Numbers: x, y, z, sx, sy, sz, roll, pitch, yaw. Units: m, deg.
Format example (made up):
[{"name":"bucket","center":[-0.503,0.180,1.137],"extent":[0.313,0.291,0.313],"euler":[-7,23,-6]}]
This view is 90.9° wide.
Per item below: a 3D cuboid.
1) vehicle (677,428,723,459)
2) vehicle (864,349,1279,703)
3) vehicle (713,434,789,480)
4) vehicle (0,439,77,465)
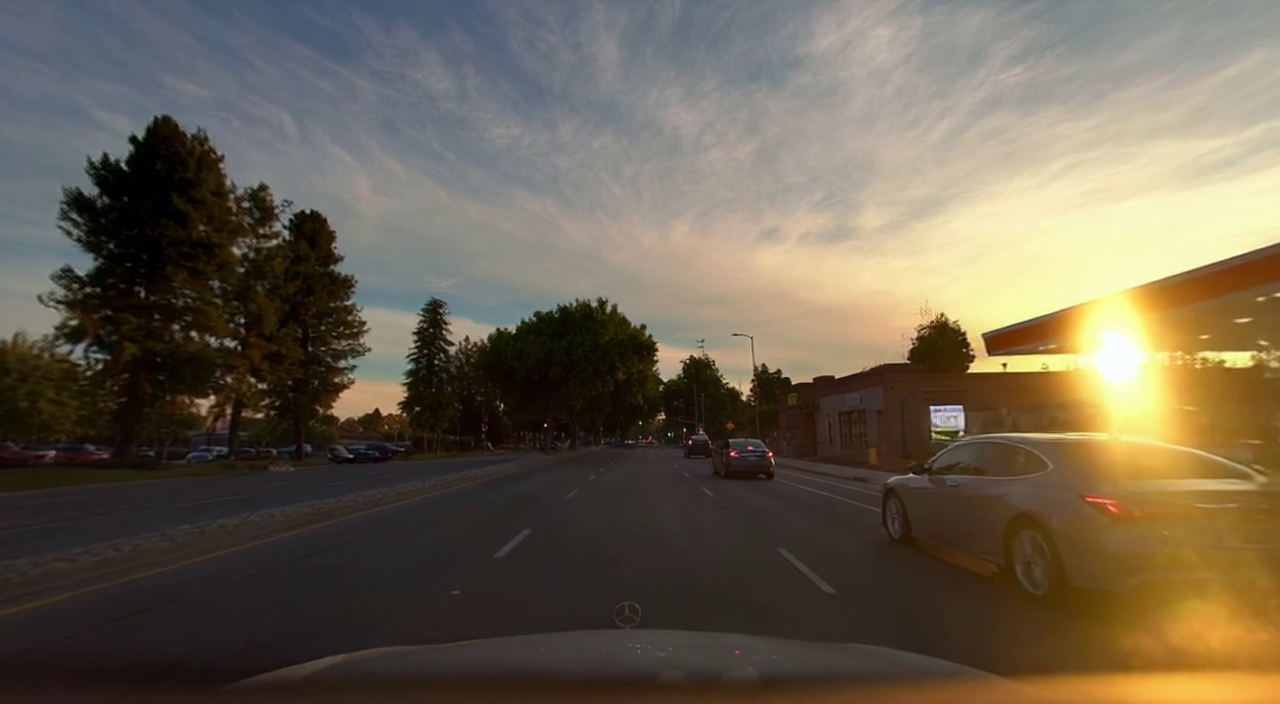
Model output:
[{"name":"vehicle","center":[3.952,6.222,42.826],"extent":[2.611,1.983,5.165],"euler":[0,-8,0]},{"name":"vehicle","center":[3.614,1.163,4.935],"extent":[1.875,1.665,4.931],"euler":[0,-8,0]},{"name":"vehicle","center":[3.730,3.602,21.895],"extent":[1.871,1.442,4.122],"euler":[0,-8,0]},{"name":"vehicle","center":[-37.160,6.140,38.900],"extent":[2.003,1.531,4.062],"euler":[3,-9,-19]}]
